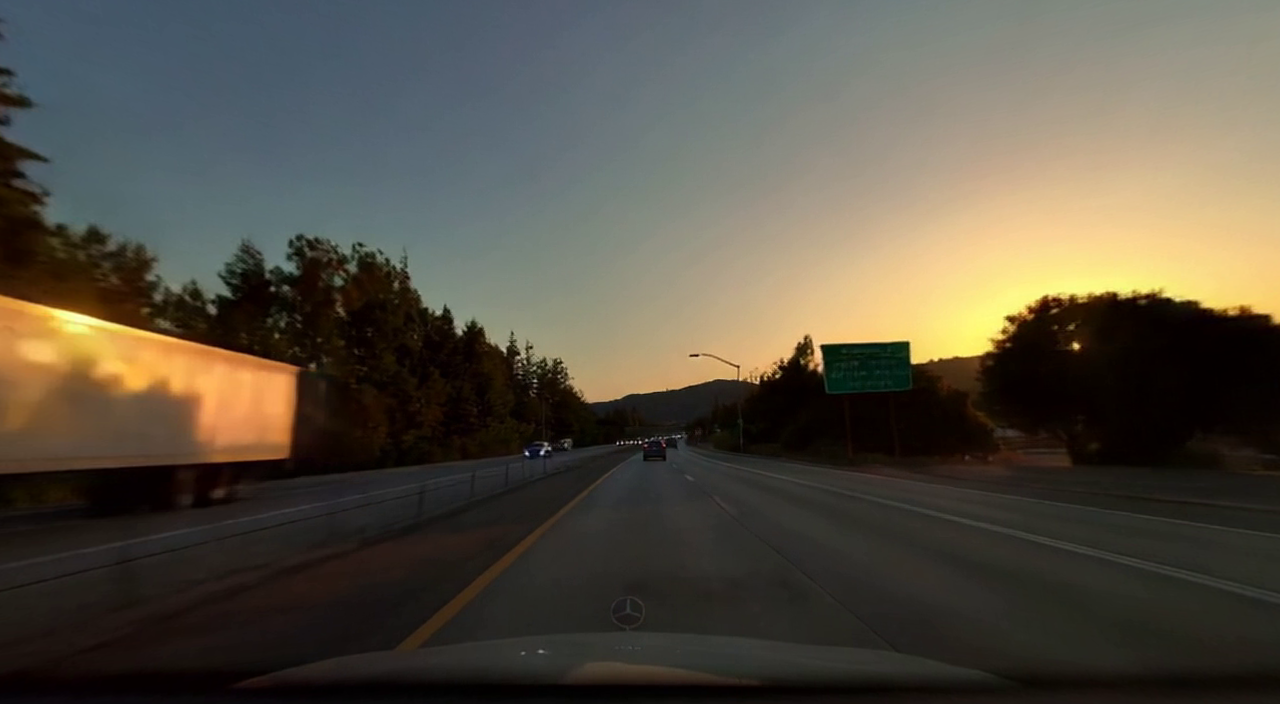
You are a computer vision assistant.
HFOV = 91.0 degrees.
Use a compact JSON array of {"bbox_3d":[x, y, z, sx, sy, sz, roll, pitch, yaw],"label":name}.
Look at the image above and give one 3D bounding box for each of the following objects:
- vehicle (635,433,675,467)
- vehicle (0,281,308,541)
[{"bbox_3d":[0.941,6.001,38.789,2.301,1.944,4.554,0,-8,1],"label":"vehicle"},{"bbox_3d":[-11.705,1.229,11.996,2.948,4.113,14.195,0,-8,0],"label":"vehicle"}]
